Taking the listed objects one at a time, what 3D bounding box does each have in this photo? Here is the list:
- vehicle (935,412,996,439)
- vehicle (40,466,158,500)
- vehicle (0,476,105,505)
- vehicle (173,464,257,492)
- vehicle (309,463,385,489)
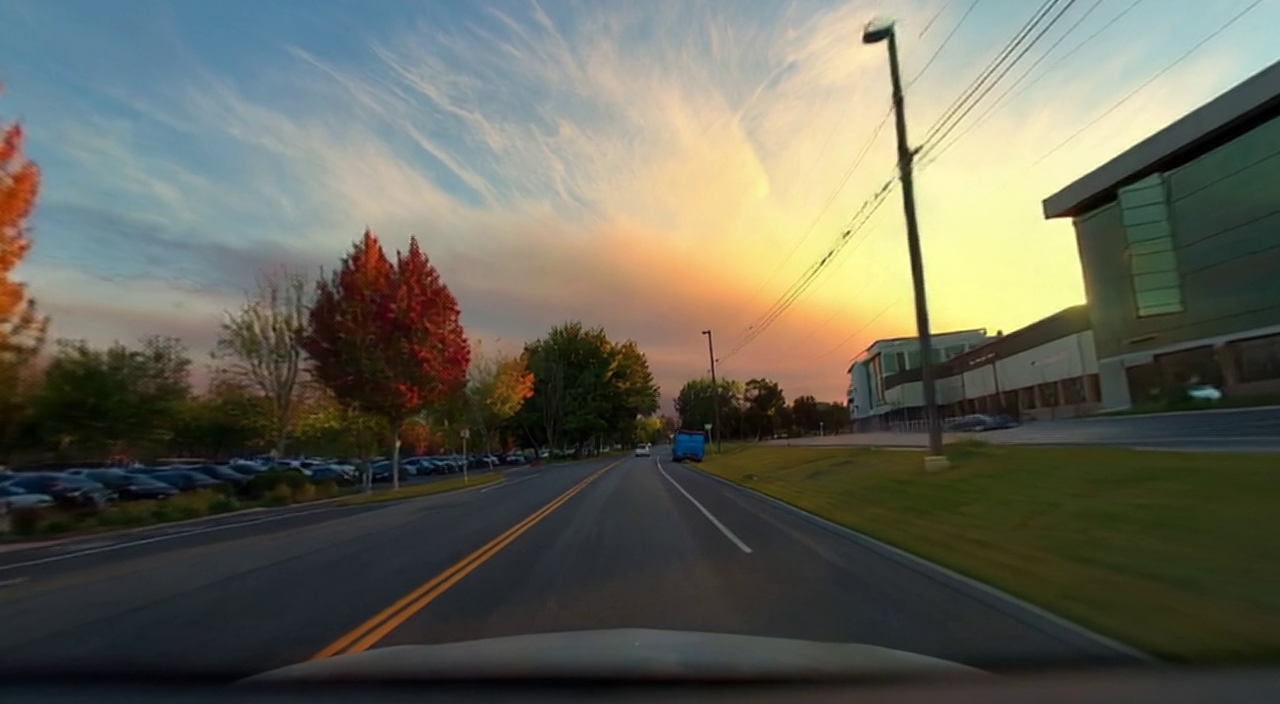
[{"bbox_3d":[21.443,4.914,41.817,1.871,1.582,4.500,0,-9,3],"label":"vehicle"},{"bbox_3d":[-33.633,8.149,39.397,5.432,1.791,2.159,-3,-9,2],"label":"vehicle"},{"bbox_3d":[-34.114,7.961,36.463,4.540,1.440,2.071,-1,-9,2],"label":"vehicle"},{"bbox_3d":[-32.762,9.689,48.735,4.996,1.817,2.054,-3,-10,1],"label":"vehicle"},{"bbox_3d":[-22.405,9.451,48.570,2.233,1.709,5.161,-3,-9,19],"label":"vehicle"}]
